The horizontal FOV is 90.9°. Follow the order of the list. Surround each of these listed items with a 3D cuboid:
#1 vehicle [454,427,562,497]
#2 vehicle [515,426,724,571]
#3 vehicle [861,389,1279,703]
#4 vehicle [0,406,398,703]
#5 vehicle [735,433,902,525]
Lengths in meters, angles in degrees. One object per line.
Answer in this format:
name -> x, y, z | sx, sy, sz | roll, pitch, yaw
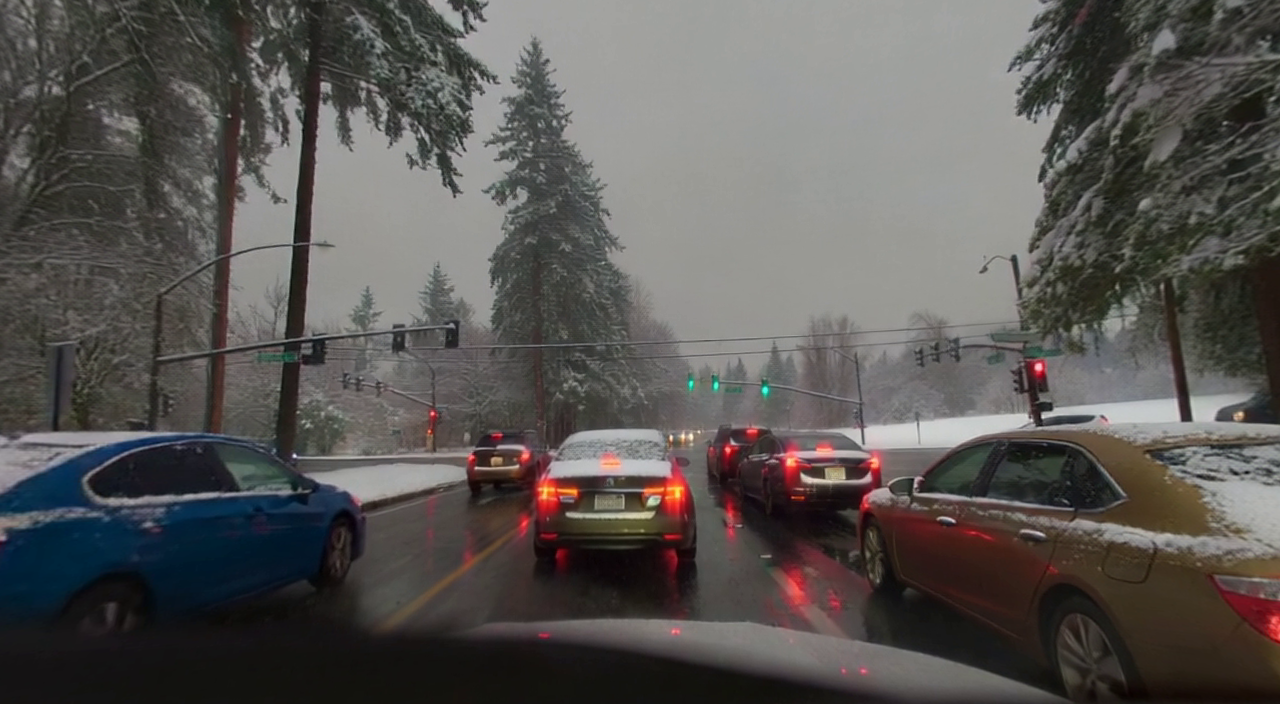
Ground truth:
vehicle -> -3.559, 3.057, 17.833 | 1.961, 1.714, 4.268 | -1, -8, 2
vehicle -> -0.229, 1.803, 8.485 | 2.147, 1.479, 3.803 | 0, -8, -1
vehicle -> 3.144, 1.150, 4.049 | 1.903, 1.480, 4.270 | 0, -8, 0
vehicle -> -3.680, 1.295, 4.829 | 1.935, 1.482, 4.433 | 0, -8, -1
vehicle -> 3.193, 2.335, 12.321 | 1.975, 1.460, 4.357 | 0, -8, 0
